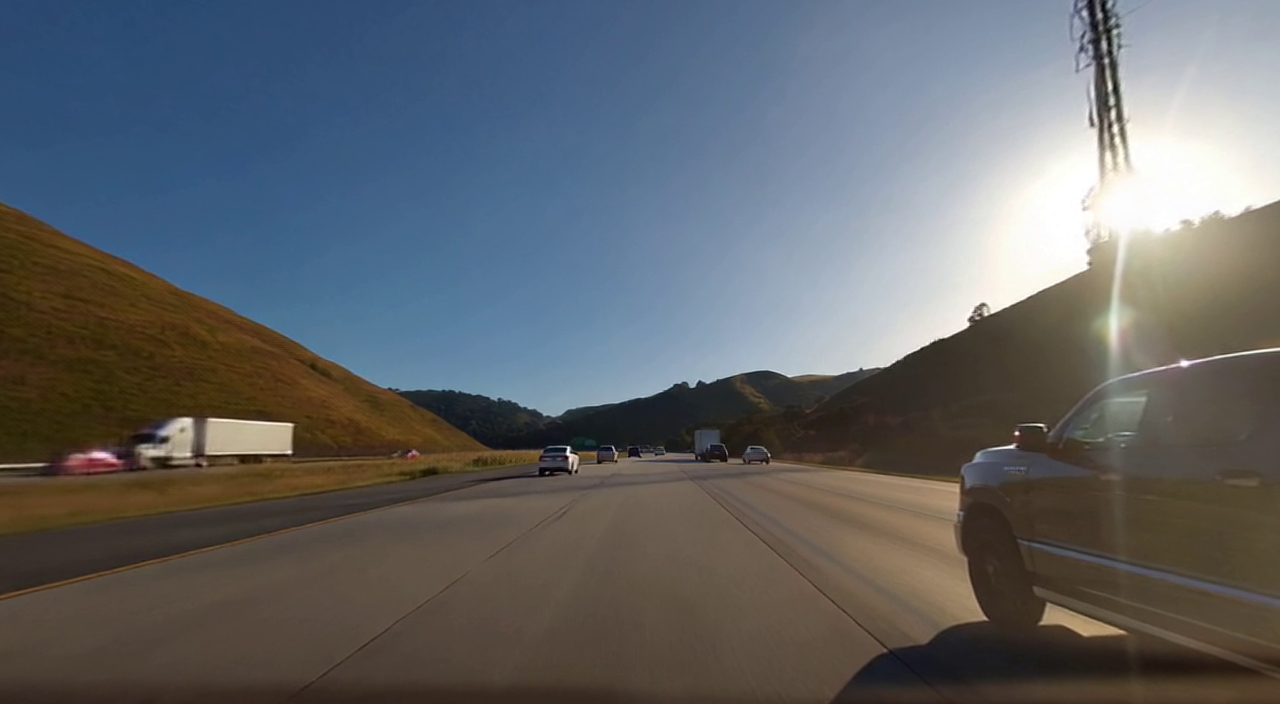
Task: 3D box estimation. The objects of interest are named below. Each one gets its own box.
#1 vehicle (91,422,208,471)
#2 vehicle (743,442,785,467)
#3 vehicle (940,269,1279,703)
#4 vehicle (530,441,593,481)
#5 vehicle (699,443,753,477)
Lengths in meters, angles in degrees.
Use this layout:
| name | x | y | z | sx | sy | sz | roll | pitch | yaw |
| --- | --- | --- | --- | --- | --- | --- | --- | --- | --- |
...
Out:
| name | x | y | z | sx | sy | sz | roll | pitch | yaw |
| --- | --- | --- | --- | --- | --- | --- | --- | --- | --- |
| vehicle | -37.983 | 7.357 | 49.227 | 2.942 | 3.519 | 7.227 | -1 | -8 | 3 |
| vehicle | 8.425 | 7.021 | 43.379 | 1.986 | 1.633 | 4.430 | 0 | -8 | 0 |
| vehicle | 3.421 | 0.666 | 2.360 | 2.098 | 1.925 | 5.171 | 0 | -8 | 1 |
| vehicle | -3.440 | 4.891 | 28.627 | 2.113 | 1.636 | 4.494 | -1 | -8 | 2 |
| vehicle | 4.091 | 5.216 | 30.738 | 2.046 | 1.471 | 4.333 | 0 | -8 | 0 |
